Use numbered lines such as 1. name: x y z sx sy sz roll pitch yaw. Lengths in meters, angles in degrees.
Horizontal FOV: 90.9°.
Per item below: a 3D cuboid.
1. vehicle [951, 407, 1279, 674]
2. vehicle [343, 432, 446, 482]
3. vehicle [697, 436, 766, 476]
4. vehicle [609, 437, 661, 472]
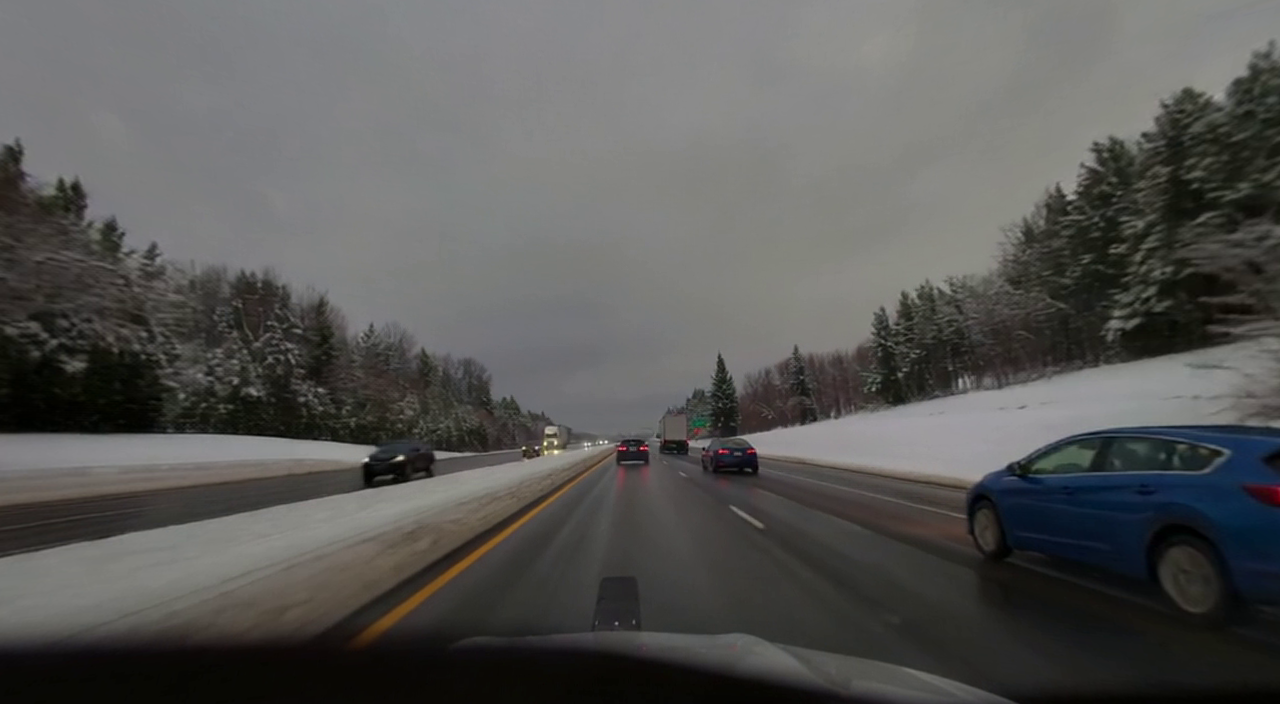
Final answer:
1. vehicle: 4.665 1.272 5.056 2.066 1.526 4.216 0 -8 -2
2. vehicle: -9.468 4.066 24.868 2.213 1.760 4.705 0 -8 -1
3. vehicle: 3.607 4.150 25.651 2.004 1.469 4.472 0 -8 -2
4. vehicle: -0.248 4.539 28.284 2.143 1.466 3.693 0 -8 -1
